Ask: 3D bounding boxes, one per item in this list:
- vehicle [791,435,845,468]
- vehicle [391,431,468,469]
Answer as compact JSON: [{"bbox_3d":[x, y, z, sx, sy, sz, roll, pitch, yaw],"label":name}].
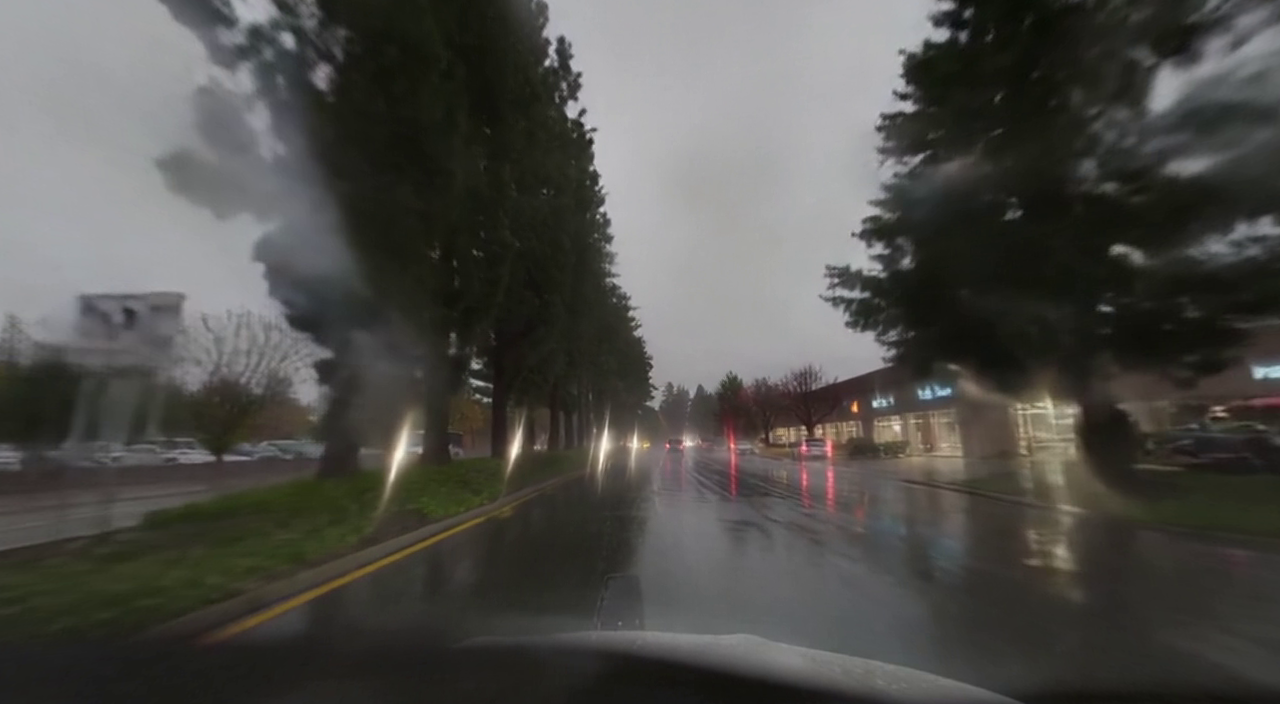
[{"bbox_3d":[11.373,6.434,40.731,2.264,1.958,5.135,-1,-9,4],"label":"vehicle"},{"bbox_3d":[-14.179,6.678,43.190,2.626,2.310,6.781,-1,-9,3],"label":"vehicle"}]
